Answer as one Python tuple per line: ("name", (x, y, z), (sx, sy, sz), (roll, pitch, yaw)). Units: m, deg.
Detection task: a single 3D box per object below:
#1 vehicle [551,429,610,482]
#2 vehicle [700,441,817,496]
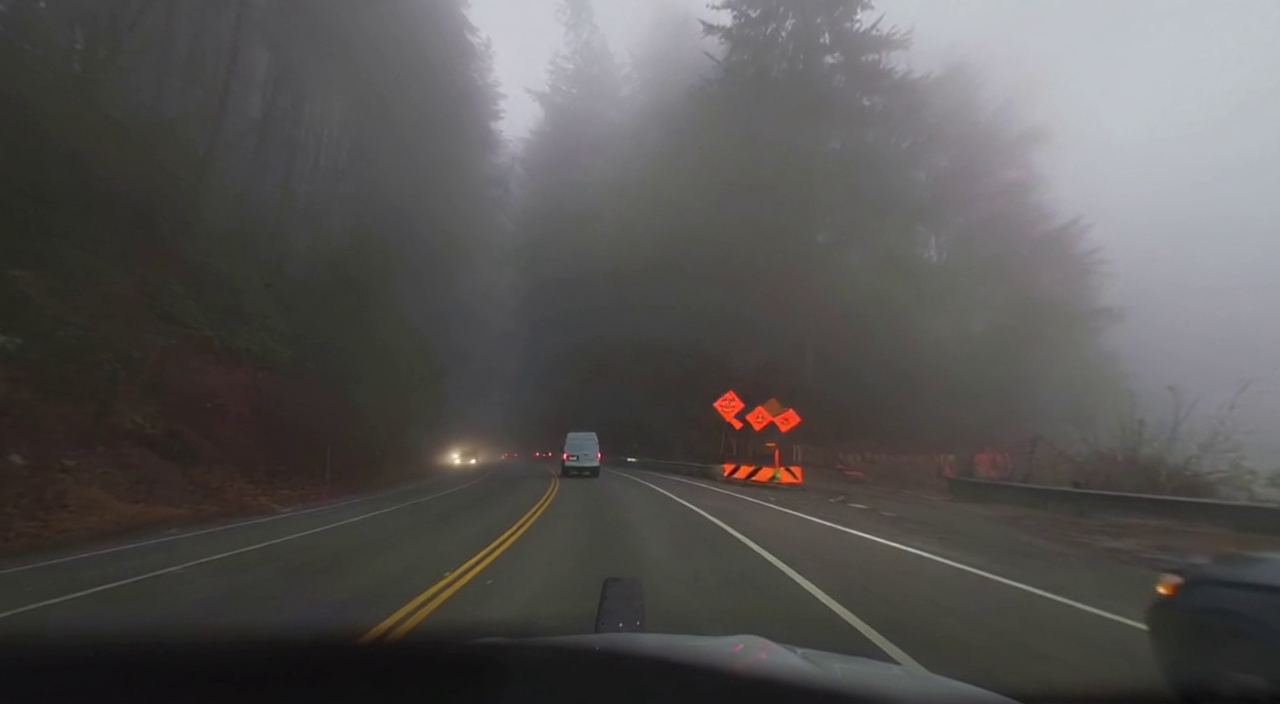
("vehicle", (-2.866, 4.791, 29.419), (2.362, 2.247, 4.892), (2, -9, -10))
("vehicle", (3.086, 3.148, 17.427), (2.277, 1.299, 3.889), (0, -9, -3))
